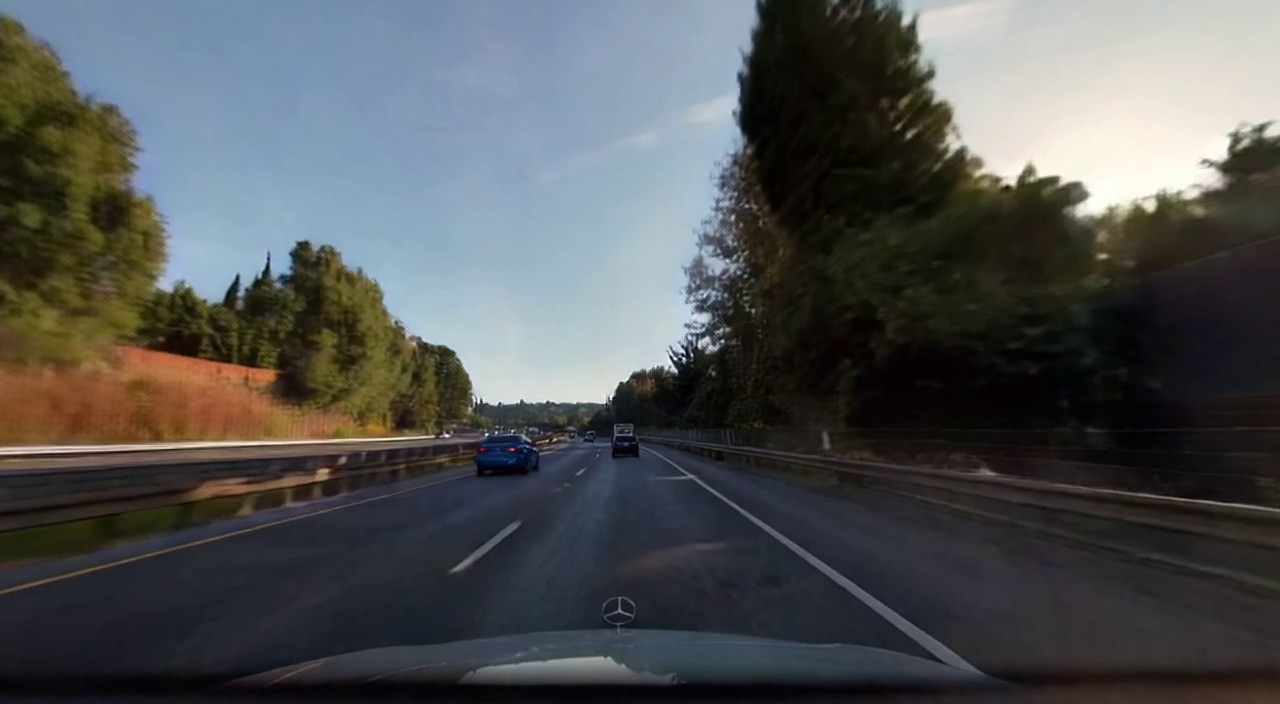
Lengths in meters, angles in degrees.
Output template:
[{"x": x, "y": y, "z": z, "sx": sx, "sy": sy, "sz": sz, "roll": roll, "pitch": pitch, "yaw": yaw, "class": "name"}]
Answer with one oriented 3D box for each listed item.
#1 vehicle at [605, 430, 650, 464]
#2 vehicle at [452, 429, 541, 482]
[{"x": -0.655, "y": 4.908, "z": 32.795, "sx": 2.162, "sy": 1.616, "sz": 4.242, "roll": 0, "pitch": -8, "yaw": -1, "class": "vehicle"}, {"x": -4.545, "y": 3.316, "z": 20.584, "sx": 1.975, "sy": 1.518, "sz": 4.242, "roll": 0, "pitch": -8, "yaw": -1, "class": "vehicle"}]
